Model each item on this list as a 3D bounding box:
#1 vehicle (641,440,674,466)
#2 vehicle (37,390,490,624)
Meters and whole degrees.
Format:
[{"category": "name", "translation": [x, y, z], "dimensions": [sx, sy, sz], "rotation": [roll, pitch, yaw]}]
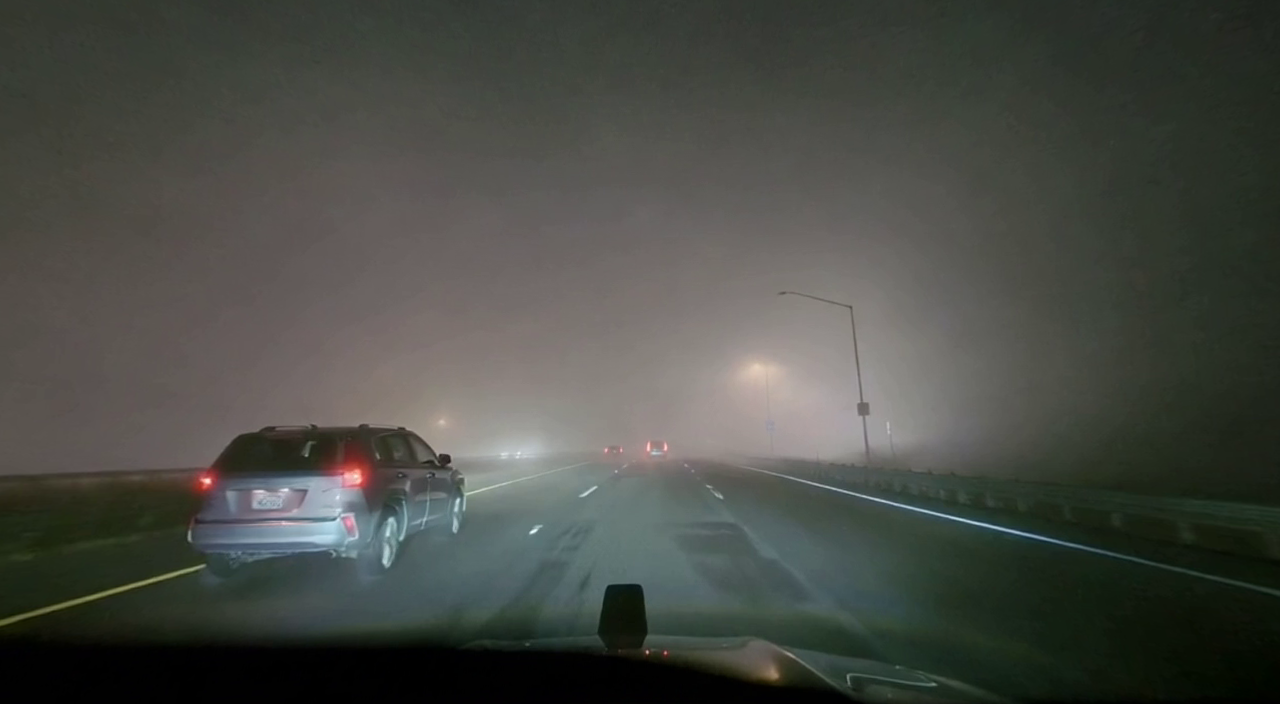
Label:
[{"category": "vehicle", "translation": [1.122, 6.740, 42.053], "dimensions": [2.073, 1.621, 3.993], "rotation": [0, -8, 0]}, {"category": "vehicle", "translation": [-3.316, 1.475, 6.956], "dimensions": [2.143, 1.693, 4.513], "rotation": [0, -9, 1]}]
